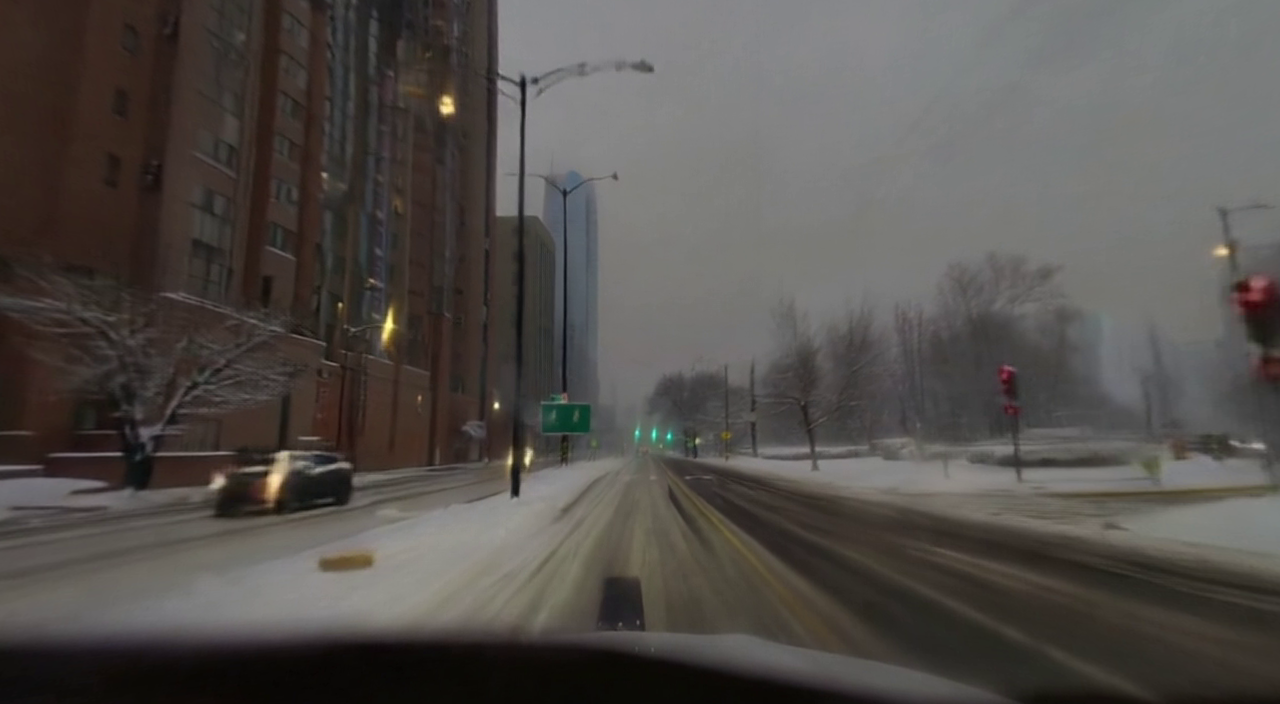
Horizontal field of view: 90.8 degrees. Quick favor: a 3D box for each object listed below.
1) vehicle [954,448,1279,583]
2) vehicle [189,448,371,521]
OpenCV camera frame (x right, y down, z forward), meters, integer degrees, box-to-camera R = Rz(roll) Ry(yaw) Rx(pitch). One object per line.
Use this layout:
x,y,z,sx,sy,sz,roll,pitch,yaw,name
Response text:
6.900,2.120,9.092,2.675,1.452,4.213,-1,-9,2,vehicle
-8.651,3.171,15.751,1.905,1.533,4.419,-1,-9,0,vehicle
